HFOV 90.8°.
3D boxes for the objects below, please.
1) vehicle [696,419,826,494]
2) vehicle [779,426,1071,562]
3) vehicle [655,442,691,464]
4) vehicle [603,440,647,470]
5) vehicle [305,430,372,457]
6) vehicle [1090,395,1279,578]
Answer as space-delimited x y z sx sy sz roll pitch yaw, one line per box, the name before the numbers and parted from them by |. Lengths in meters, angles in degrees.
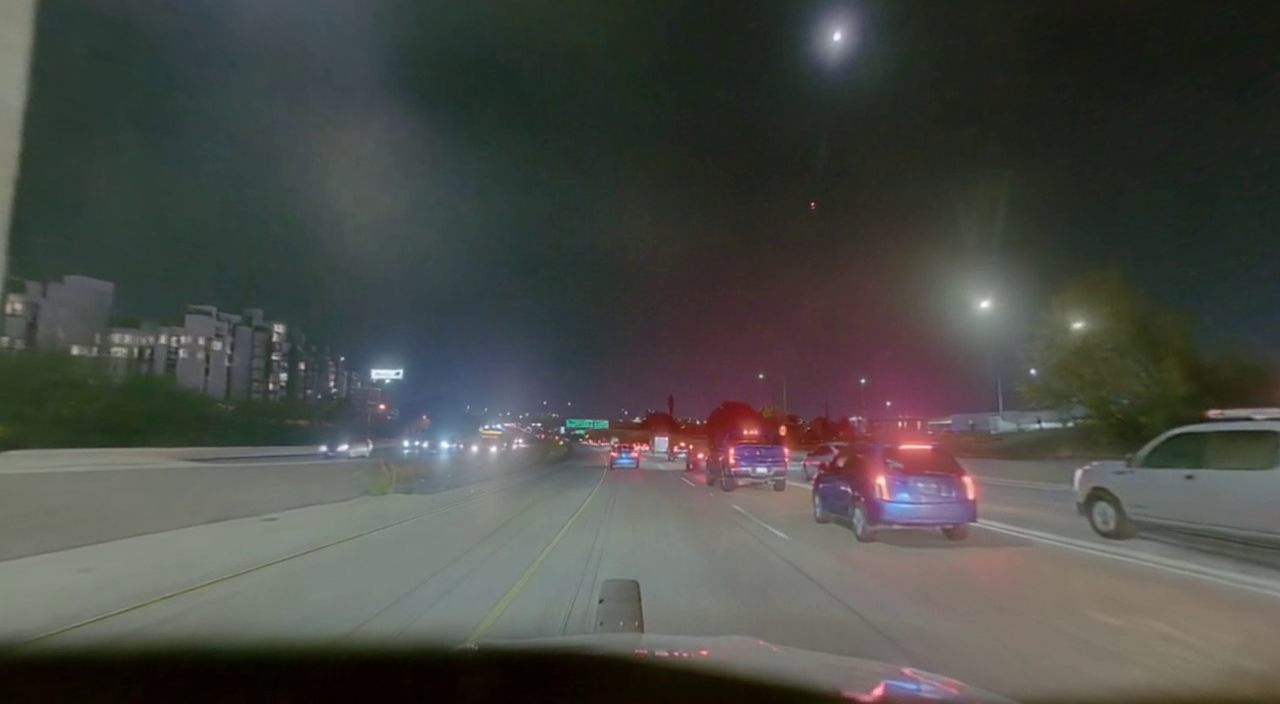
vehicle | 3.699 3.451 21.253 2.747 2.061 7.011 0 -9 -2
vehicle | 3.760 1.968 9.630 2.048 1.497 4.952 0 -9 -1
vehicle | 2.324 7.298 45.920 2.057 1.517 4.538 0 -9 -4
vehicle | -0.840 5.690 35.161 2.266 1.549 3.978 0 -8 -2
vehicle | -19.623 5.979 41.364 2.111 1.654 4.790 0 -9 -2
vehicle | 7.783 1.344 6.223 2.210 1.884 5.878 0 -9 -2
